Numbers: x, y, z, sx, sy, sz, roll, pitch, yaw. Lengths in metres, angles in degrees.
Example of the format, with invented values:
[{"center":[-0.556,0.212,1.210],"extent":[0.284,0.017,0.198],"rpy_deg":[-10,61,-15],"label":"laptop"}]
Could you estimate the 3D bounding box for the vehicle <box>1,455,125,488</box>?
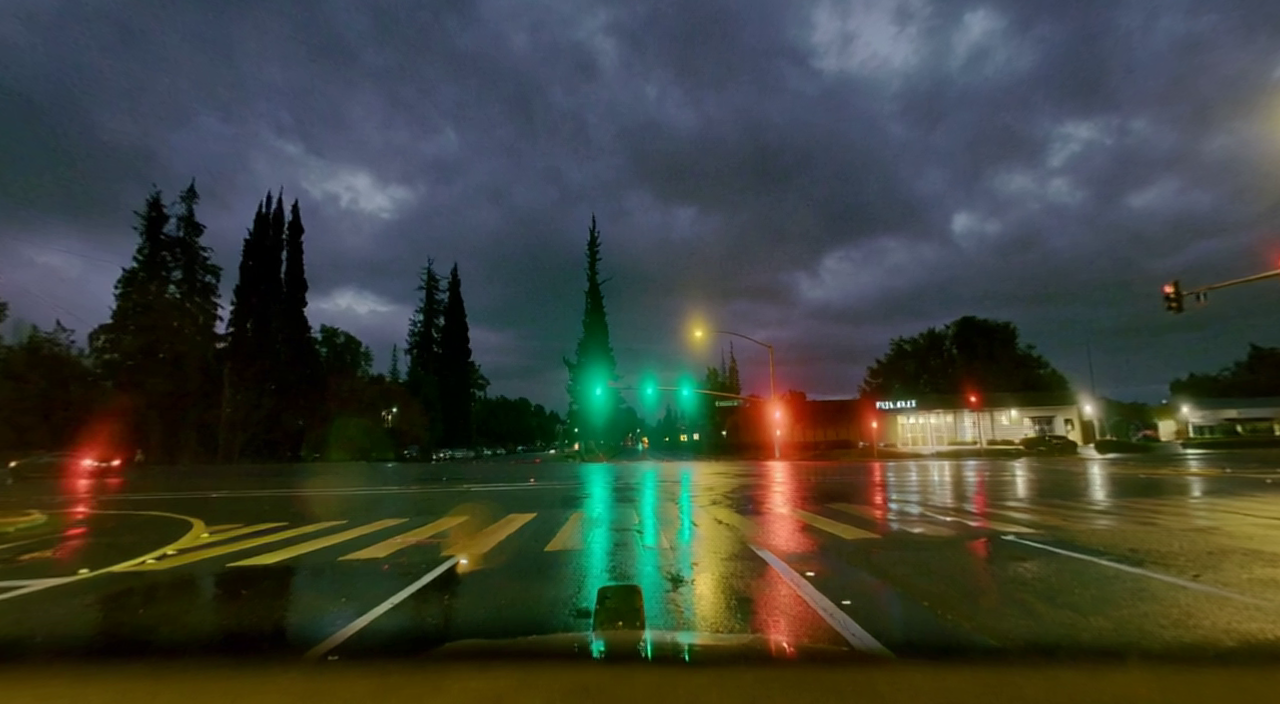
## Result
[{"center":[-27.007,5.549,29.627],"extent":[4.325,1.425,2.045],"rpy_deg":[-2,-9,12],"label":"vehicle"}]
